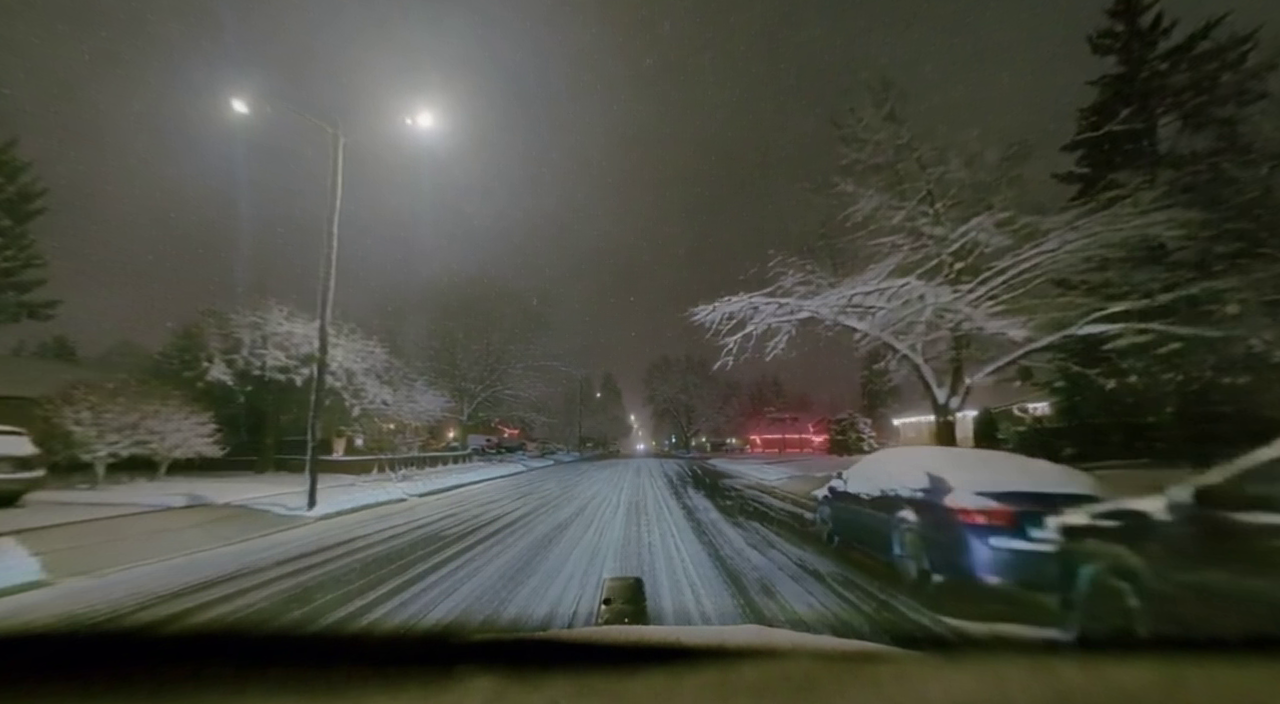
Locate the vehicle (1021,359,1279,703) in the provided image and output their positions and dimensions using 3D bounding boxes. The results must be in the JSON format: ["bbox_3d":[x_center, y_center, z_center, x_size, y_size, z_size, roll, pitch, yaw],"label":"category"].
[{"bbox_3d":[3.476,0.799,1.647,2.046,1.760,4.570,0,-8,0],"label":"vehicle"}]

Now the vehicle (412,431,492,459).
[{"bbox_3d":[-13.037,6.490,44.010,4.796,1.864,2.328,-1,-8,2],"label":"vehicle"}]
